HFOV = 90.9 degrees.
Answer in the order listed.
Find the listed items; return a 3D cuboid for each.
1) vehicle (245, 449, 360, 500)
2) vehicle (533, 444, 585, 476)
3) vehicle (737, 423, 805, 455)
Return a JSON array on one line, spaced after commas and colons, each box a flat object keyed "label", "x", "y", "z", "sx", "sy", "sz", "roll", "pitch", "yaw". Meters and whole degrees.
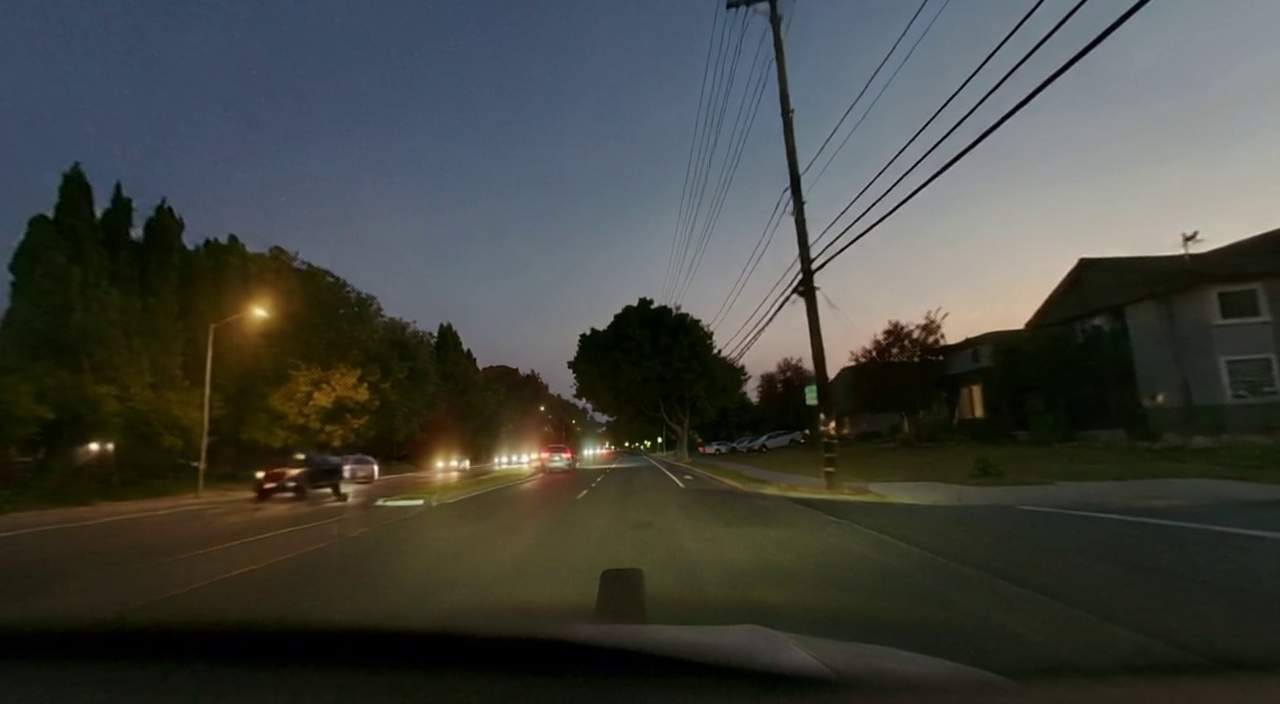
[{"label": "vehicle", "x": -12.425, "y": 4.498, "z": 23.562, "sx": 1.954, "sy": 1.648, "sz": 4.287, "roll": 0, "pitch": -8, "yaw": -1}, {"label": "vehicle", "x": -3.958, "y": 5.358, "z": 31.579, "sx": 2.084, "sy": 1.466, "sz": 4.522, "roll": 0, "pitch": -8, "yaw": -2}, {"label": "vehicle", "x": 10.221, "y": 6.827, "z": 49.453, "sx": 4.610, "sy": 1.853, "sz": 2.265, "roll": -7, "pitch": -9, "yaw": -4}]
